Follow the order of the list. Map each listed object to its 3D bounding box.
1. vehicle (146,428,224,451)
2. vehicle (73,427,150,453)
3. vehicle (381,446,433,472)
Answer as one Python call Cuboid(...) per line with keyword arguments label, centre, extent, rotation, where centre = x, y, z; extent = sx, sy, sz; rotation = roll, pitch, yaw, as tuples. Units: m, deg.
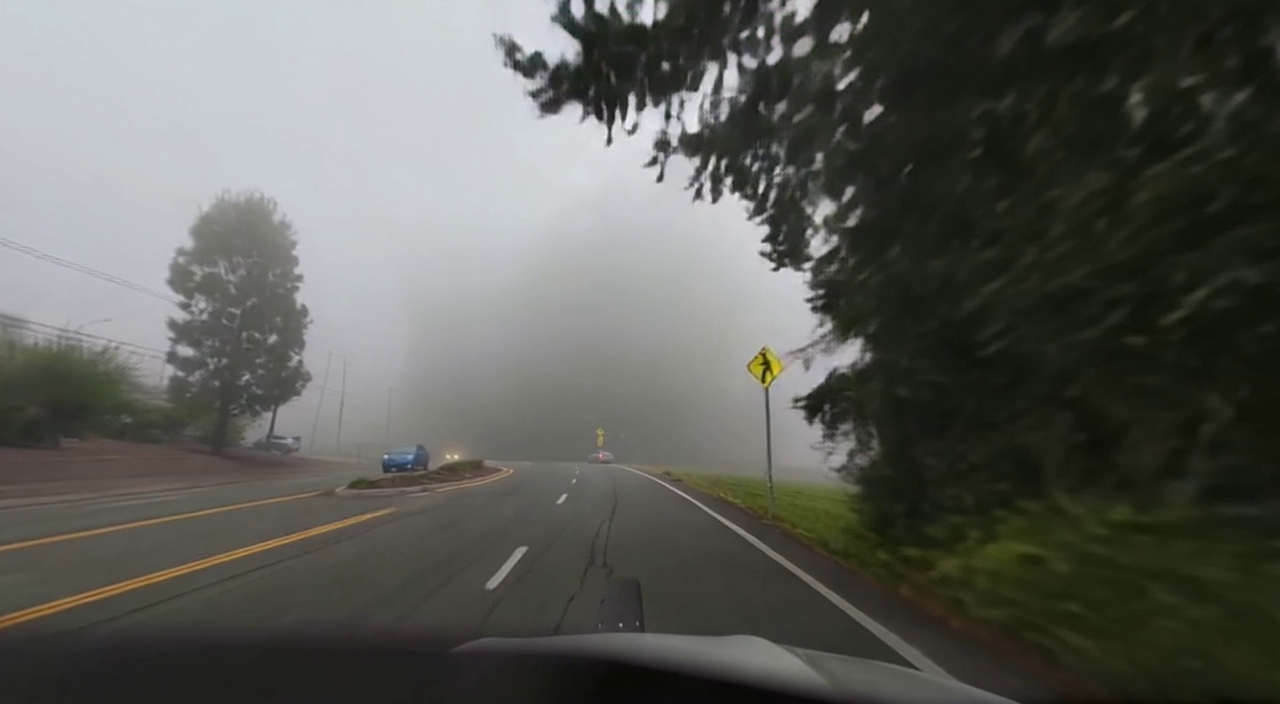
Cuboid(label="vehicle", centre=(-34.847, 6.738, 48.457), extent=(4.506, 1.654, 2.239), rotation=(-2, -10, 11))
Cuboid(label="vehicle", centre=(-35.945, 6.003, 42.979), extent=(4.083, 1.464, 1.747), rotation=(-2, -16, 15))
Cuboid(label="vehicle", centre=(-14.279, 6.573, 38.951), extent=(1.793, 1.486, 4.048), rotation=(0, -9, -2))
